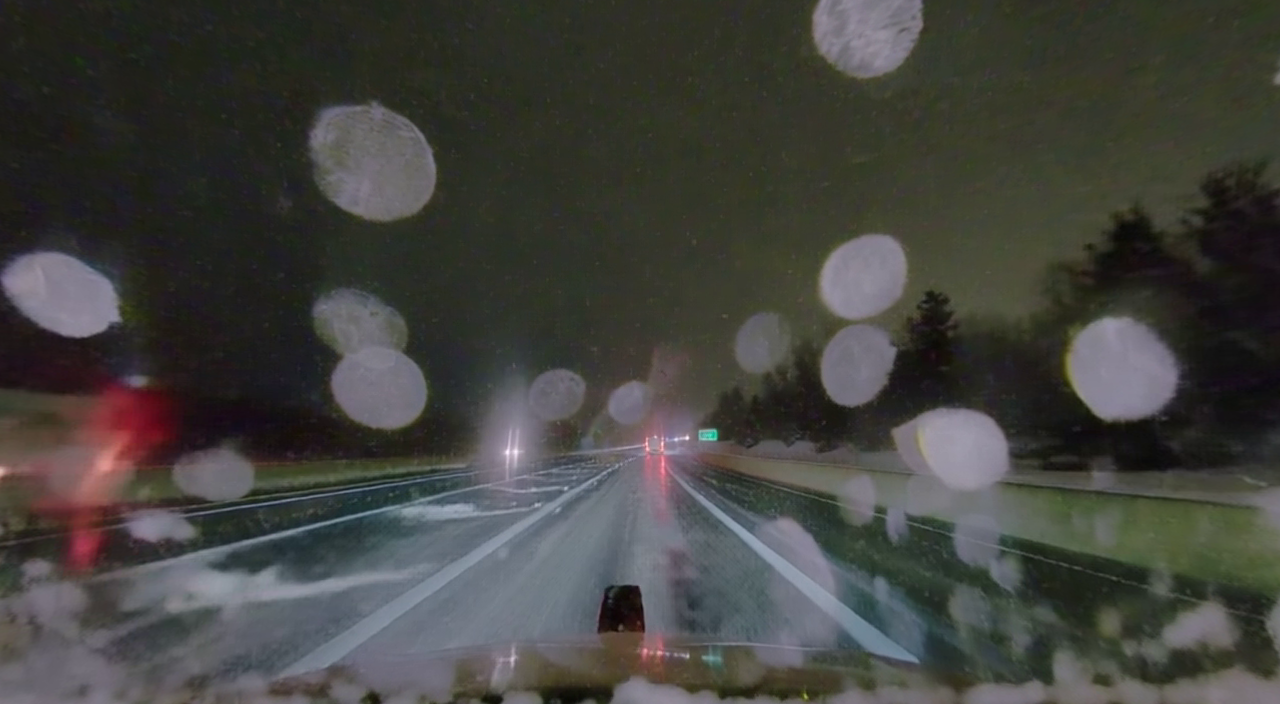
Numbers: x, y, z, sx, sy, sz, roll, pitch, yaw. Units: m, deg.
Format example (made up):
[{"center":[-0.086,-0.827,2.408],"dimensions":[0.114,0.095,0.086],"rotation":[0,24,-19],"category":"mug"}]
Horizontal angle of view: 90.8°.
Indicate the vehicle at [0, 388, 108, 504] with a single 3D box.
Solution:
[{"center":[-23.540,2.851,19.137],"dimensions":[2.899,3.944,13.450],"rotation":[0,-9,1],"category":"vehicle"}]
